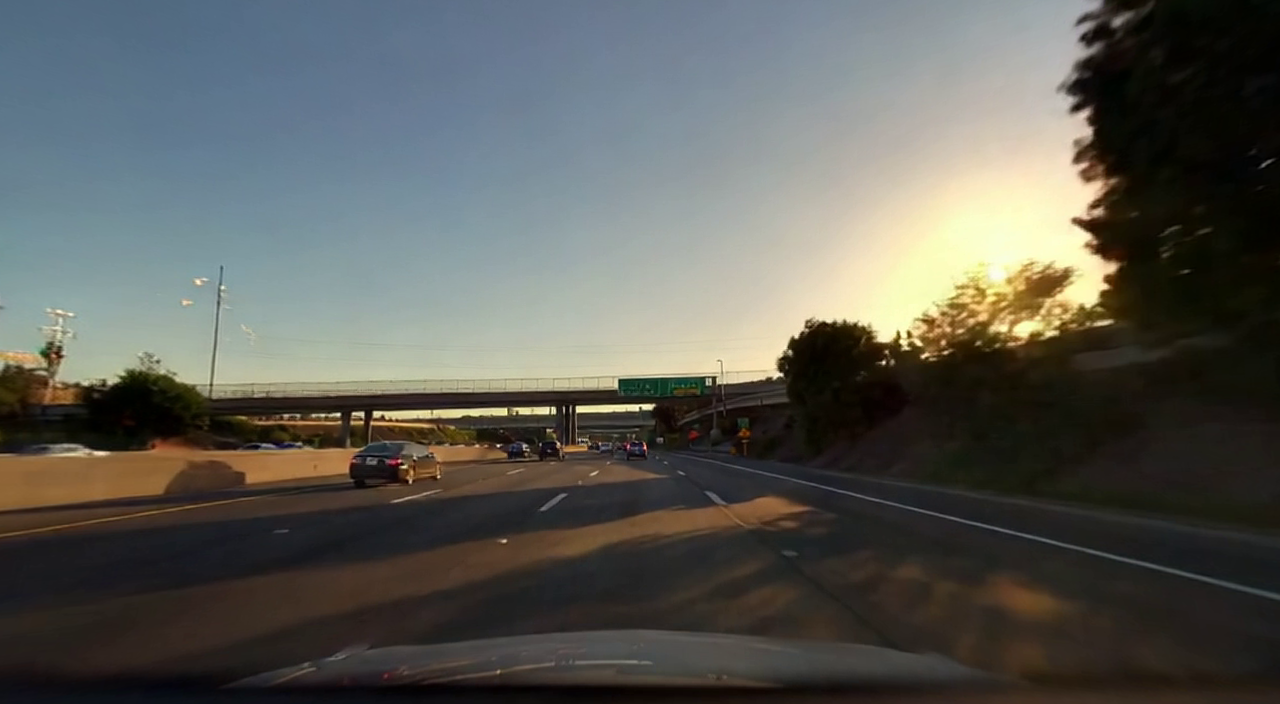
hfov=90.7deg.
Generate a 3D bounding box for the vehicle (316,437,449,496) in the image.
[{"bbox_3d":[-7.370,3.316,18.737,1.994,1.487,4.605,0,-8,0],"label":"vehicle"}]

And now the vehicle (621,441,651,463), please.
[{"bbox_3d":[-0.318,7.403,46.968,2.086,1.472,4.168,0,-8,-1],"label":"vehicle"}]

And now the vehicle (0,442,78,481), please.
[{"bbox_3d":[-28.444,4.943,28.616,1.990,1.650,4.403,0,-9,0],"label":"vehicle"}]
